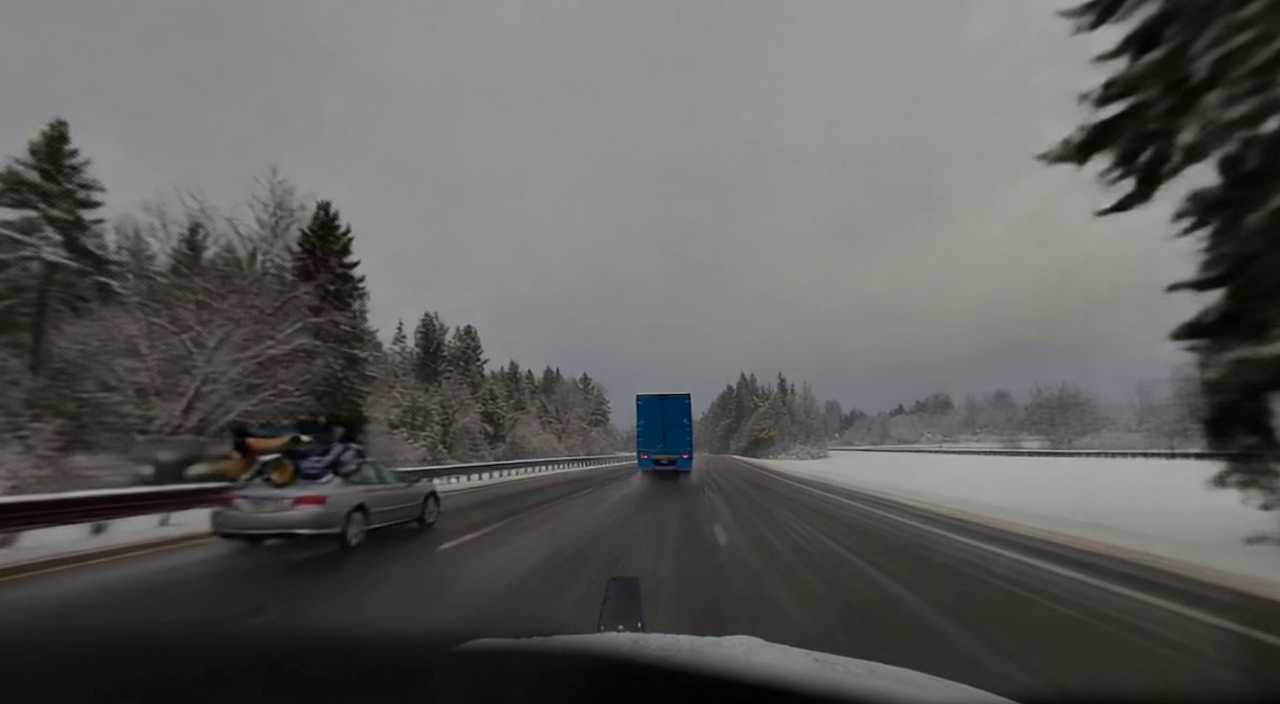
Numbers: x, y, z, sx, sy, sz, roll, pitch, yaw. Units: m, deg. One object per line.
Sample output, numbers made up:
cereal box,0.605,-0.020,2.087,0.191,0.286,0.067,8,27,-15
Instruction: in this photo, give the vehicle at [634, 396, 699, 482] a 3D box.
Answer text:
vehicle,1.587,4.628,33.056,2.821,3.878,8.925,-1,-9,6

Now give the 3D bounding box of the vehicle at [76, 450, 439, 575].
vehicle,-5.080,2.167,9.508,2.133,1.358,4.870,-1,-9,5
